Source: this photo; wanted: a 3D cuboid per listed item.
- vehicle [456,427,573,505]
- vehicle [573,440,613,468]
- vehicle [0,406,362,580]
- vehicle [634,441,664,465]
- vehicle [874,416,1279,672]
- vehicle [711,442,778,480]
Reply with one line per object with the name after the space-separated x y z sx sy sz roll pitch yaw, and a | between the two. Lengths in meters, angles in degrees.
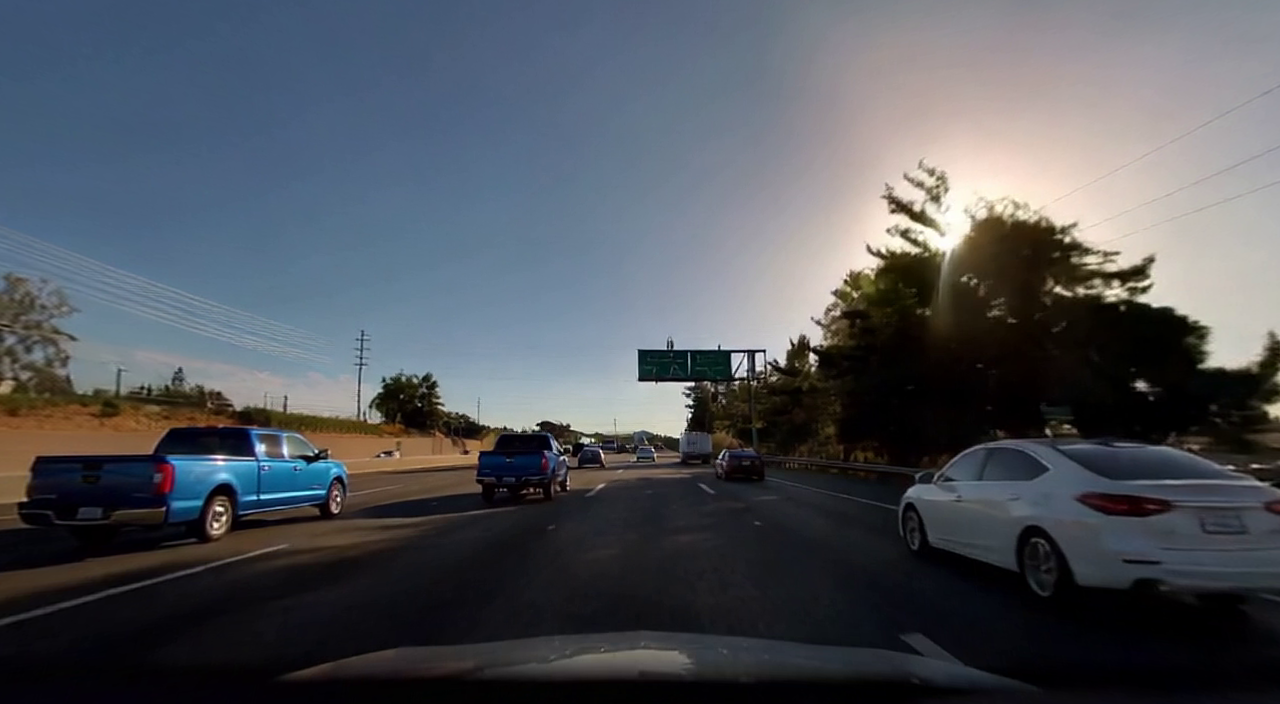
-3.126 2.958 16.812 2.146 1.775 4.553 0 -8 1 | vehicle
-3.048 6.754 42.035 2.209 1.714 4.576 0 -8 1 | vehicle
-6.487 1.855 9.251 2.428 1.812 5.131 0 -8 1 | vehicle
0.657 7.393 46.312 2.080 1.682 4.150 0 -8 0 | vehicle
4.145 1.466 6.030 2.111 1.498 4.466 0 -8 0 | vehicle
4.409 4.649 27.253 2.072 1.456 4.537 0 -8 -1 | vehicle
